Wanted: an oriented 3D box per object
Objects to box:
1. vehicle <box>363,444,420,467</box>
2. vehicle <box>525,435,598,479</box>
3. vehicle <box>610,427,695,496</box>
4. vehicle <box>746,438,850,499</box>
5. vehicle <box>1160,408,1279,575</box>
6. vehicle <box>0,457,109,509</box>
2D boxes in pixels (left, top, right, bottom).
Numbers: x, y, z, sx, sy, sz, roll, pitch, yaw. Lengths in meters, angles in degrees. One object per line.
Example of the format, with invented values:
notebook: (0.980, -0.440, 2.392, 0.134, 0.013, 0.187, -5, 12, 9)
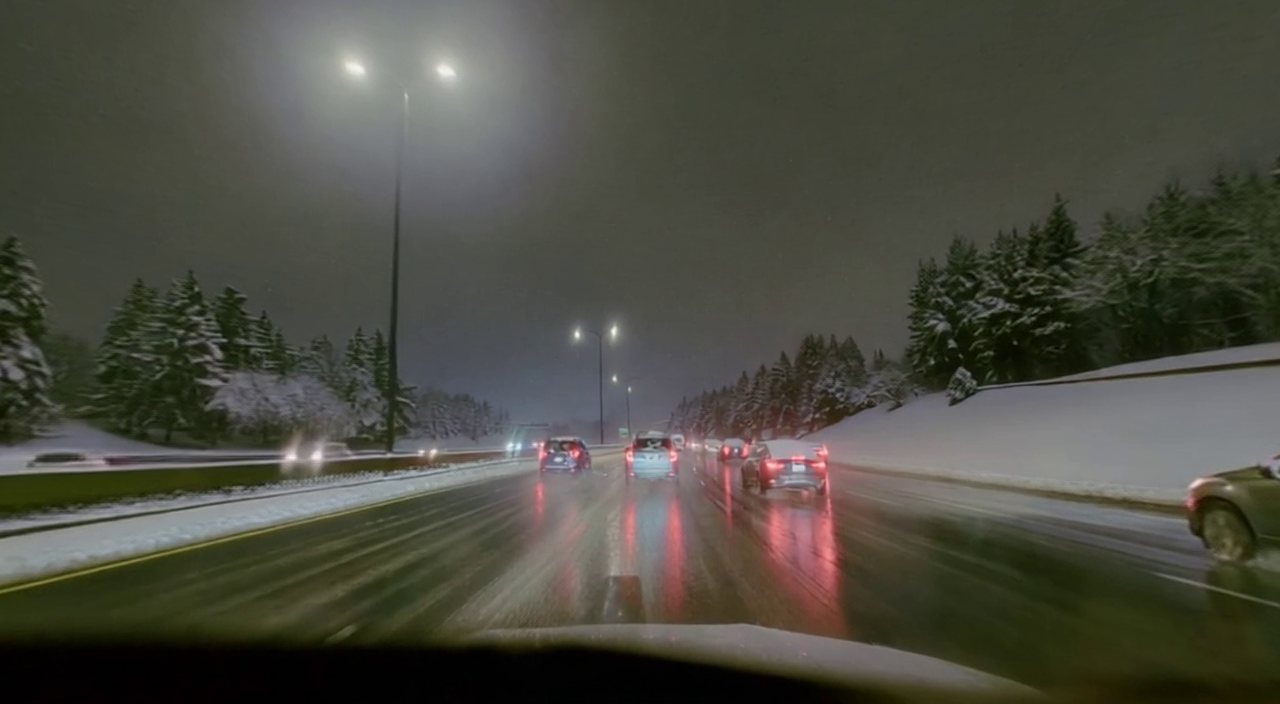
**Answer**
vehicle: (-19.133, 7.980, 48.784, 2.079, 1.684, 4.734, 0, -9, 6)
vehicle: (-3.092, 4.294, 25.923, 2.128, 1.627, 4.697, 0, -9, 3)
vehicle: (0.389, 3.112, 18.195, 2.181, 1.728, 3.970, 0, -9, 2)
vehicle: (4.364, 3.276, 18.136, 1.999, 1.514, 4.338, 0, -9, 2)
vehicle: (7.394, 1.247, 5.267, 2.028, 1.657, 4.823, 0, -9, 2)
vehicle: (-20.733, 4.253, 20.672, 2.130, 1.523, 4.922, 0, -9, 3)
